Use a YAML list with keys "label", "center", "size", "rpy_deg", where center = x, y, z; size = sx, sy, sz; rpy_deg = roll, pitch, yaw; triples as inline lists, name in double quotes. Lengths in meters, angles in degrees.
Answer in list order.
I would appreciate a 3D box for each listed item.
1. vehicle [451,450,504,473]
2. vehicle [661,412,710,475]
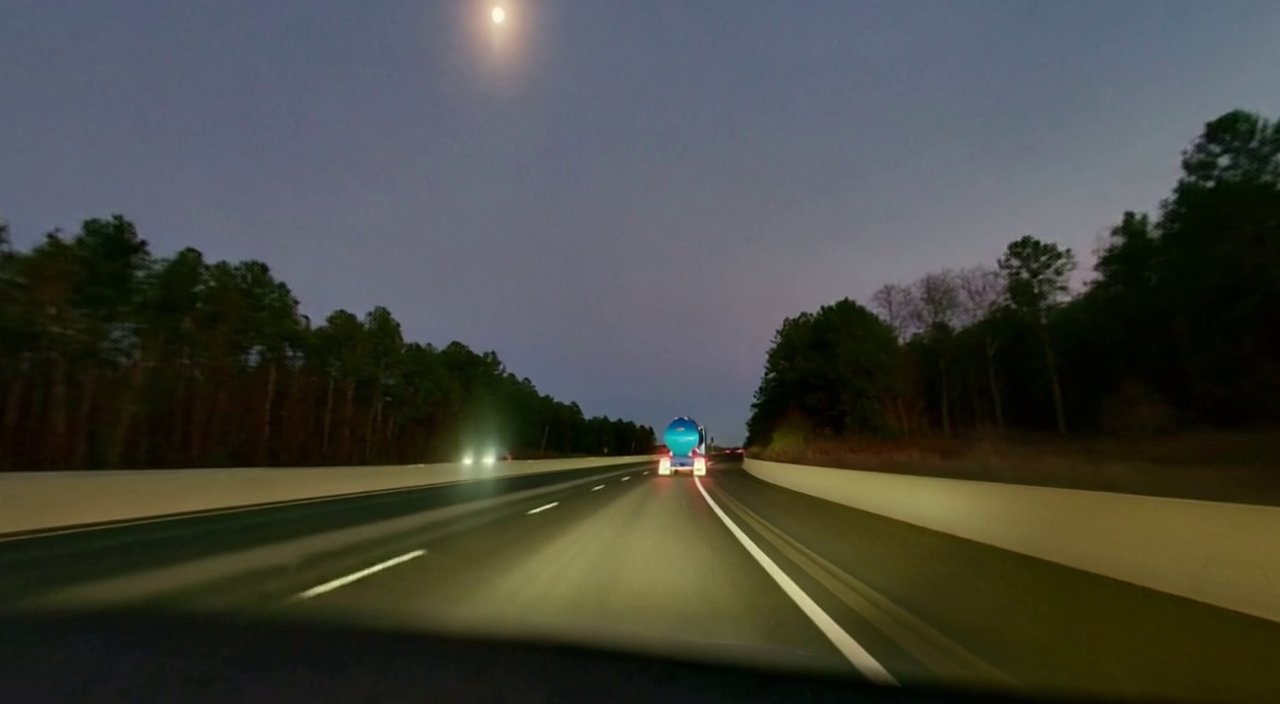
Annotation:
- label: "vehicle"
  center: [-11.299, 7.625, 44.236]
  size: [2.035, 1.503, 4.579]
  rpy_deg: [-1, -8, 8]
- label: "vehicle"
  center: [3.403, 6.433, 44.351]
  size: [2.907, 3.747, 13.318]
  rpy_deg: [0, -8, 6]
